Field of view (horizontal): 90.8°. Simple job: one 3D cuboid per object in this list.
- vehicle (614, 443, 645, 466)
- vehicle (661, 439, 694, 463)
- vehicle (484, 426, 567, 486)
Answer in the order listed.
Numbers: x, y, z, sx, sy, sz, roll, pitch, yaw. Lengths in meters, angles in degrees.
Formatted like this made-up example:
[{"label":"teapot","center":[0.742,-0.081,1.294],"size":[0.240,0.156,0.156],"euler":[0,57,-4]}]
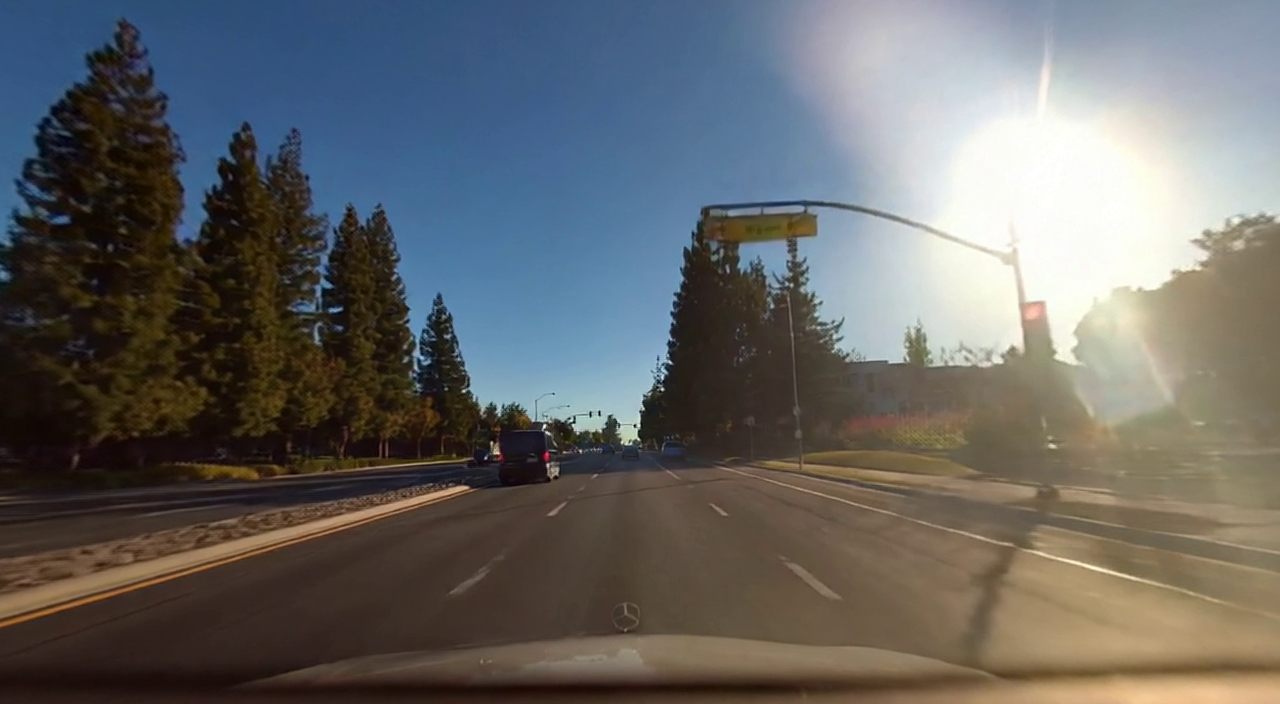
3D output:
[{"label":"vehicle","center":[-0.729,6.968,43.043],"size":[2.039,1.455,3.826],"euler":[0,-9,-2]},{"label":"vehicle","center":[2.855,7.719,49.224],"size":[2.181,1.781,4.257],"euler":[0,-9,-1]},{"label":"vehicle","center":[-3.879,3.648,22.329],"size":[2.075,1.863,4.744],"euler":[0,-9,-1]}]
